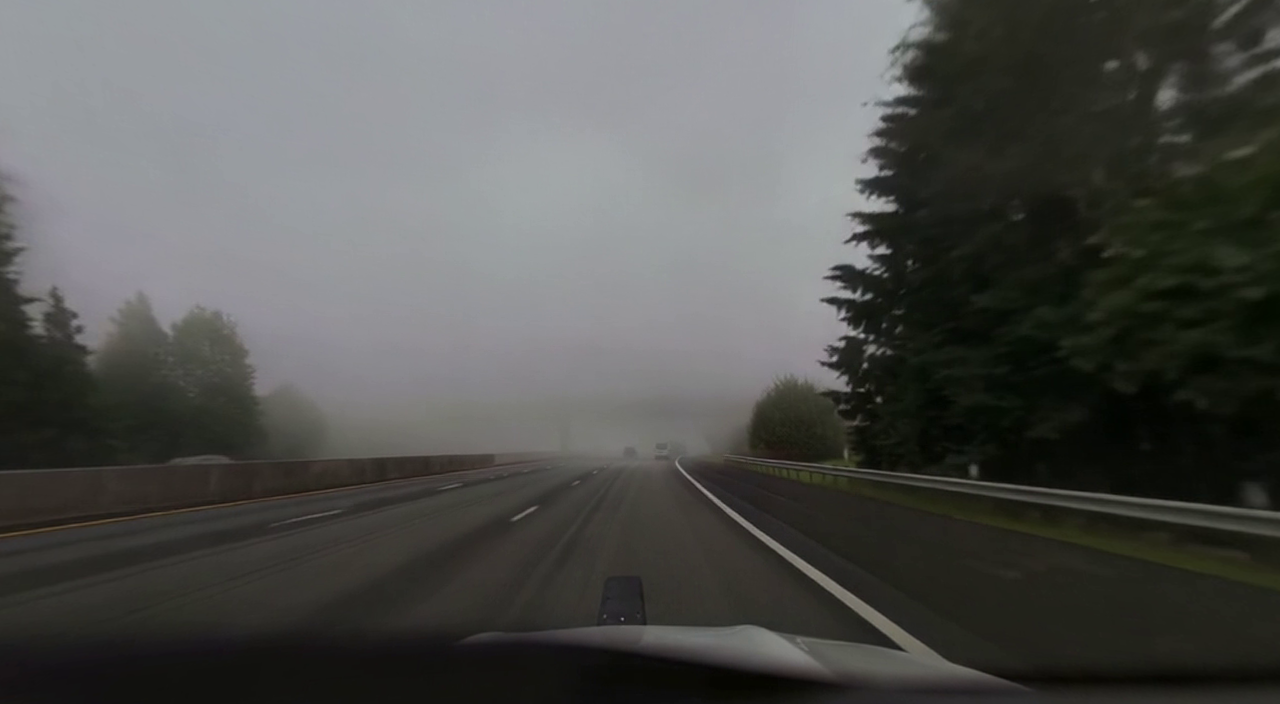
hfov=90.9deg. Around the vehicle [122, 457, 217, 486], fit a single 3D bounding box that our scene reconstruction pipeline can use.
[{"bbox_3d":[-26.417,6.709,35.606,1.842,1.435,4.682,0,-9,-2],"label":"vehicle"}]
